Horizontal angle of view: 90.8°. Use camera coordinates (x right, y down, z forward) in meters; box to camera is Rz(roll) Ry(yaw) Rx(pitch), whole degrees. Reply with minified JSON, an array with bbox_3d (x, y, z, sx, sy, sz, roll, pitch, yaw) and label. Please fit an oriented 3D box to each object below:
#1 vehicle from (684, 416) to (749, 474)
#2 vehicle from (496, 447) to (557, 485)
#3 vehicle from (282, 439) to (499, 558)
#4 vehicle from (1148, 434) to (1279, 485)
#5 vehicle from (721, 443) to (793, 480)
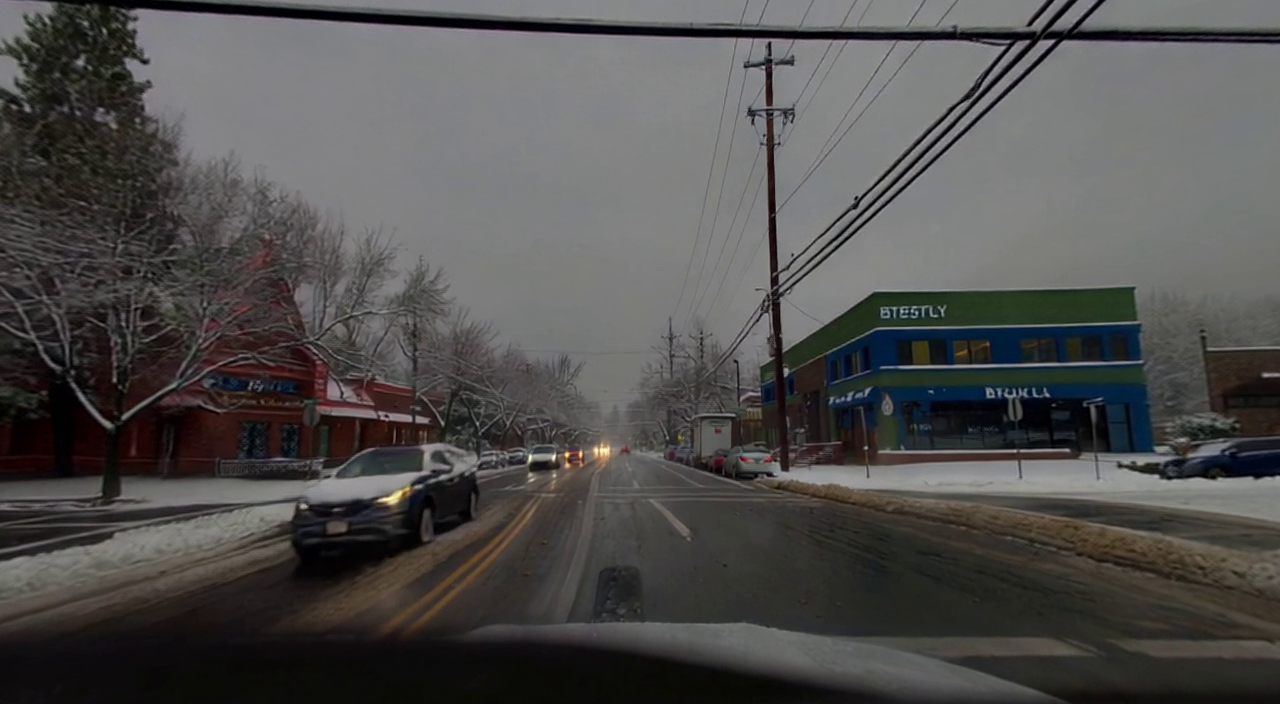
[{"bbox_3d":[4.533,5.749,39.171,2.815,3.203,7.558,0,-9,-2],"label":"vehicle"},{"bbox_3d":[-4.787,4.855,27.258,2.050,1.505,4.219,0,-9,-2],"label":"vehicle"},{"bbox_3d":[-3.687,2.201,10.269,1.914,1.506,4.125,0,-9,-1],"label":"vehicle"},{"bbox_3d":[18.591,3.262,19.307,4.368,1.479,1.985,0,-9,1],"label":"vehicle"},{"bbox_3d":[5.540,5.214,30.466,1.963,1.646,4.204,2,-9,-11],"label":"vehicle"}]
